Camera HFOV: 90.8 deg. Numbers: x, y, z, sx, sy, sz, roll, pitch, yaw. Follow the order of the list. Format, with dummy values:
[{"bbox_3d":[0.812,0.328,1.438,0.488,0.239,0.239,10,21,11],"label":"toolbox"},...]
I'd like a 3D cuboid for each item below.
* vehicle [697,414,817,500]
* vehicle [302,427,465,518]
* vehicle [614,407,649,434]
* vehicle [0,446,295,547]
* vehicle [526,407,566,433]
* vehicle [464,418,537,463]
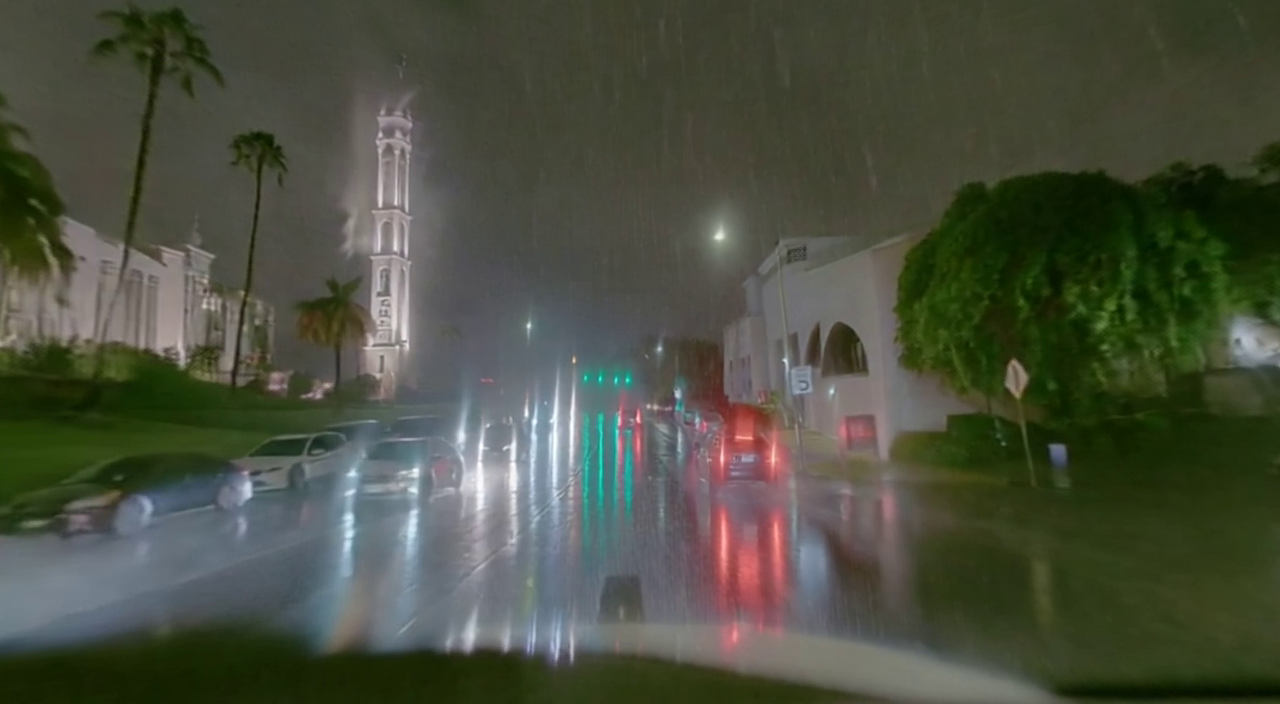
[{"bbox_3d":[2.782,2.629,16.170,1.995,1.858,4.333,0,-8,-3],"label":"vehicle"},{"bbox_3d":[-6.025,2.850,15.639,2.138,1.858,4.788,0,-8,-1],"label":"vehicle"},{"bbox_3d":[-0.591,4.606,41.913,2.196,1.655,3.939,0,-8,-2],"label":"vehicle"},{"bbox_3d":[-9.031,2.438,11.691,2.118,1.333,5.950,0,-8,-2],"label":"vehicle"},{"bbox_3d":[-6.714,4.934,45.542,2.171,1.676,4.523,-1,-8,0],"label":"vehicle"},{"bbox_3d":[-6.177,3.998,28.667,2.295,1.837,4.680,-1,-8,0],"label":"vehicle"}]
